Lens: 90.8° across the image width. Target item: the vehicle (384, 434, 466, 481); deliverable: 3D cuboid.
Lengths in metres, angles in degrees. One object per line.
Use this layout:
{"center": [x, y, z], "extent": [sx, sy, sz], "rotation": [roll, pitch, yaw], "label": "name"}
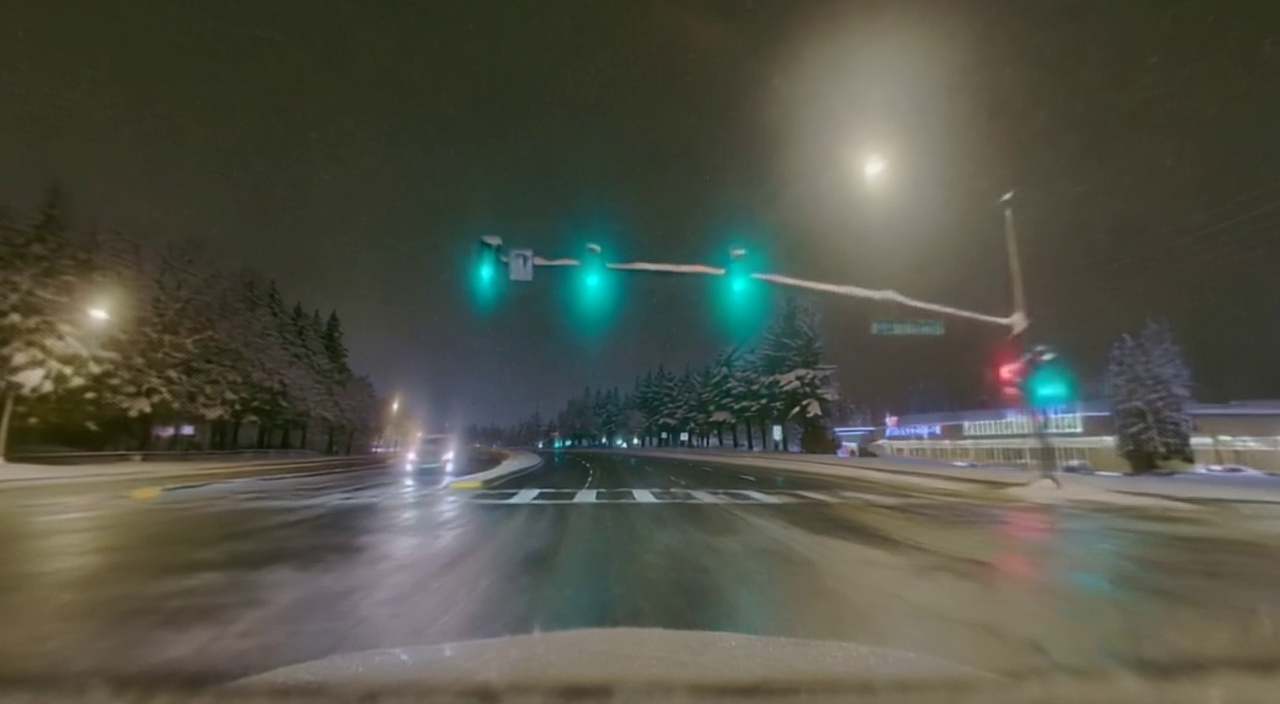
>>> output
{"center": [-9.095, 4.498, 27.209], "extent": [2.175, 1.795, 4.640], "rotation": [0, -9, -4], "label": "vehicle"}
